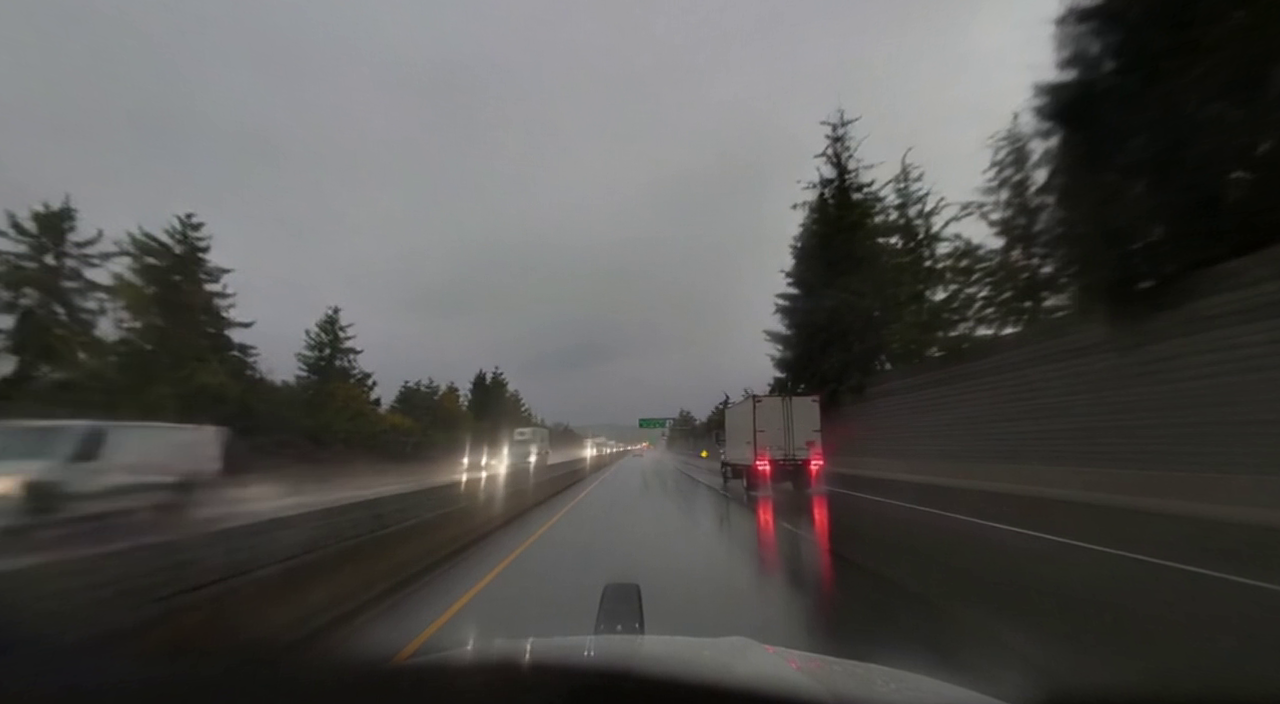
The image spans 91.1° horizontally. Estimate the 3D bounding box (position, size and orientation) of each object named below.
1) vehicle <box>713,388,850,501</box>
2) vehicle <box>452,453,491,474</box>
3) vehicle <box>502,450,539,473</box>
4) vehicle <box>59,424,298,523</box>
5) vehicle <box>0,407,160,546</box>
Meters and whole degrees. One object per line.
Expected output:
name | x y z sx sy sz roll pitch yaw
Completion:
vehicle | 3.942 2.825 19.207 2.449 2.805 6.763 0 -9 -1
vehicle | -12.666 8.356 47.449 1.802 1.445 4.047 0 -9 -1
vehicle | -8.144 7.490 43.155 1.800 1.441 3.633 -1 -9 0
vehicle | -12.819 3.393 18.235 2.496 2.353 5.824 0 -9 0
vehicle | -12.796 2.318 11.764 2.601 2.464 6.400 0 -9 -1
